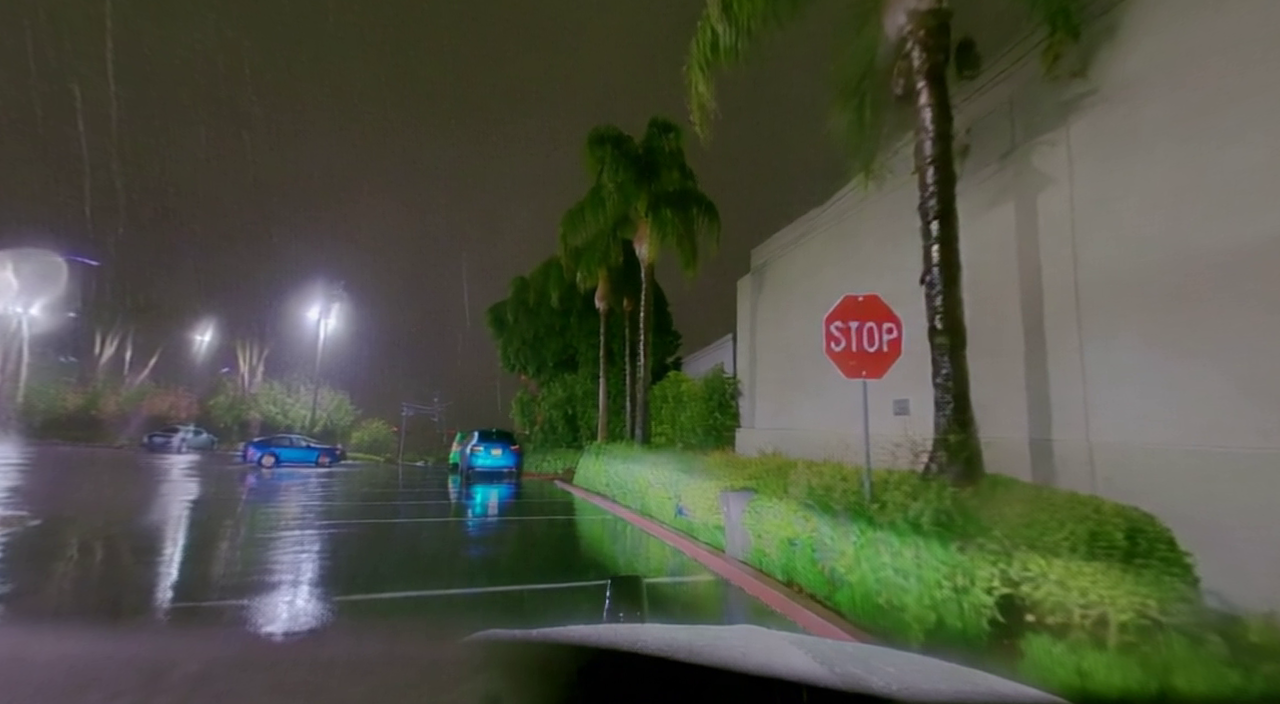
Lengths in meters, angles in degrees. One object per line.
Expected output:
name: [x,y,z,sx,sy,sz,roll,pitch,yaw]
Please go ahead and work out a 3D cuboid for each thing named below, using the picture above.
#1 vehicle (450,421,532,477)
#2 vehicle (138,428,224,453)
vehicle: [-5.299,3.374,22.077,2.071,1.700,4.367,3,-9,-22]
vehicle: [-30.732,5.949,42.423,4.457,1.552,1.748,6,-10,-35]
